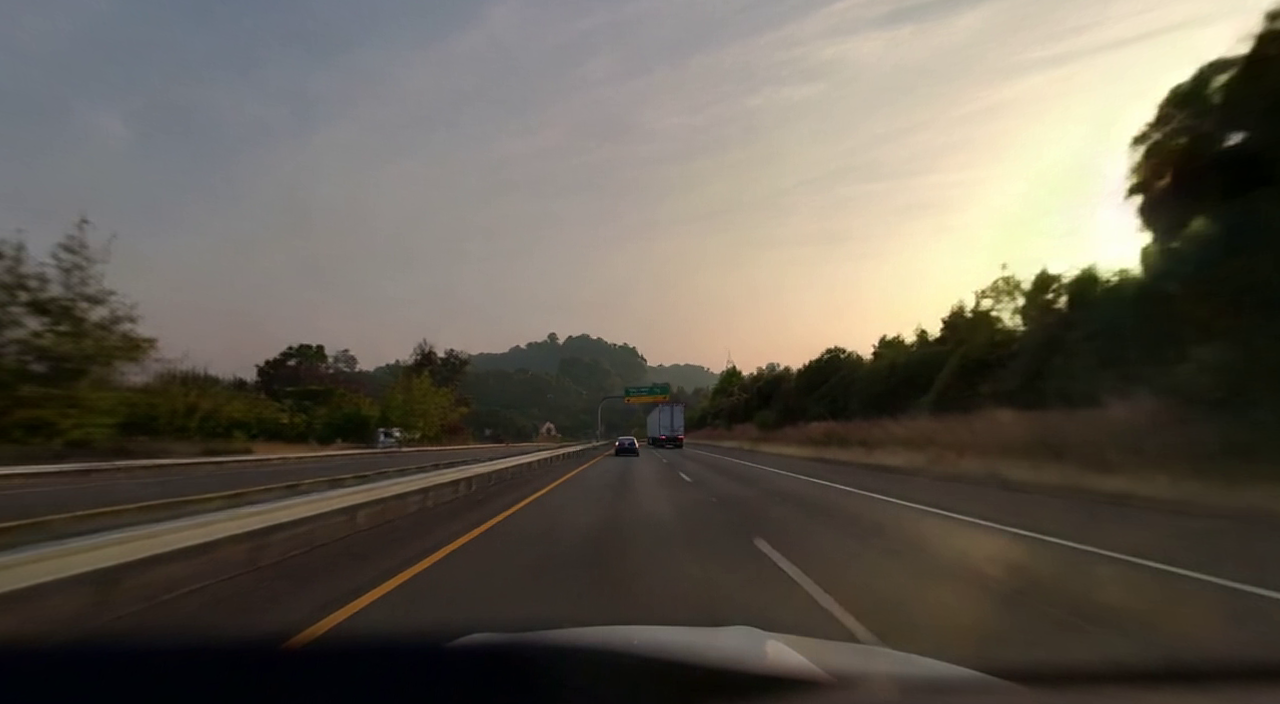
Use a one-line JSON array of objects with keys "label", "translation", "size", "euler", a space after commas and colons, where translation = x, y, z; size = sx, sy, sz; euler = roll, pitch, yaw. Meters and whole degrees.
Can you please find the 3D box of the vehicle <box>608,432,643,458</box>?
[{"label": "vehicle", "translation": [-0.874, 5.867, 39.778], "size": [2.095, 1.557, 3.963], "euler": [0, -8, -1]}]
